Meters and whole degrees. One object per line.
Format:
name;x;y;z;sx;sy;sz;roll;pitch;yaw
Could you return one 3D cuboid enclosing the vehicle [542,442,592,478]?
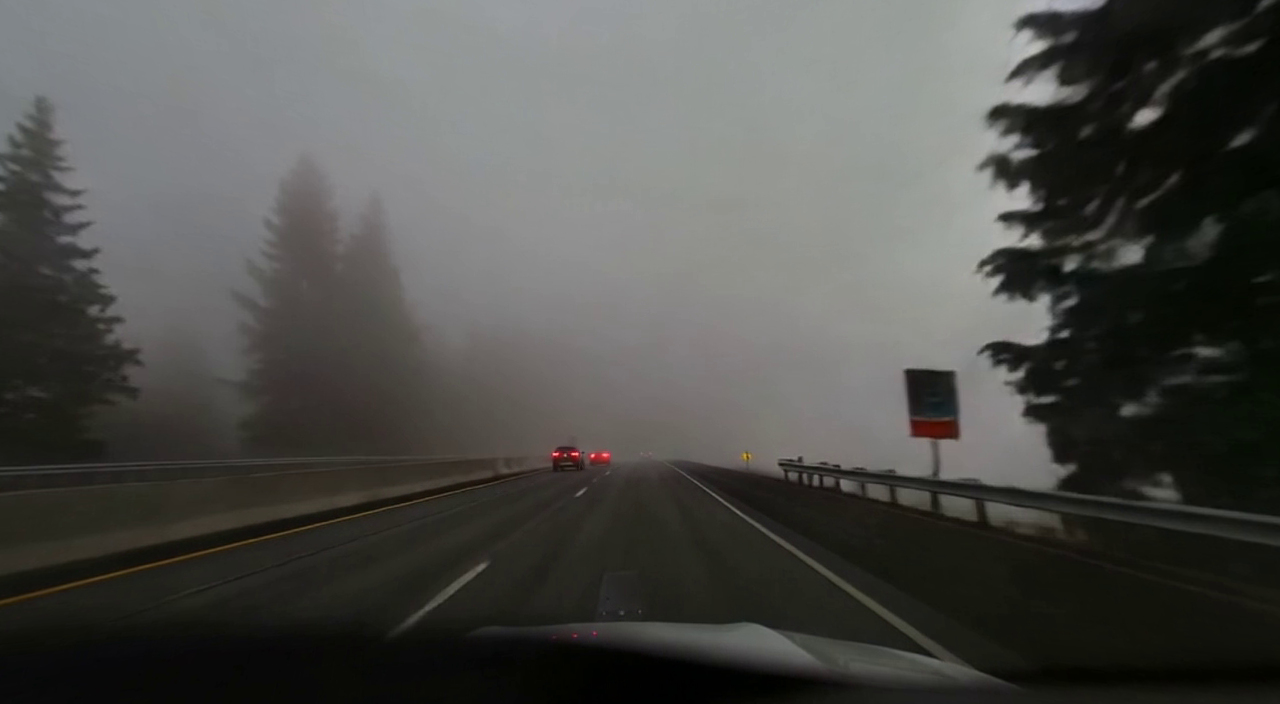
vehicle;-3.442;5.196;30.462;1.846;1.600;4.108;0;-9;1
